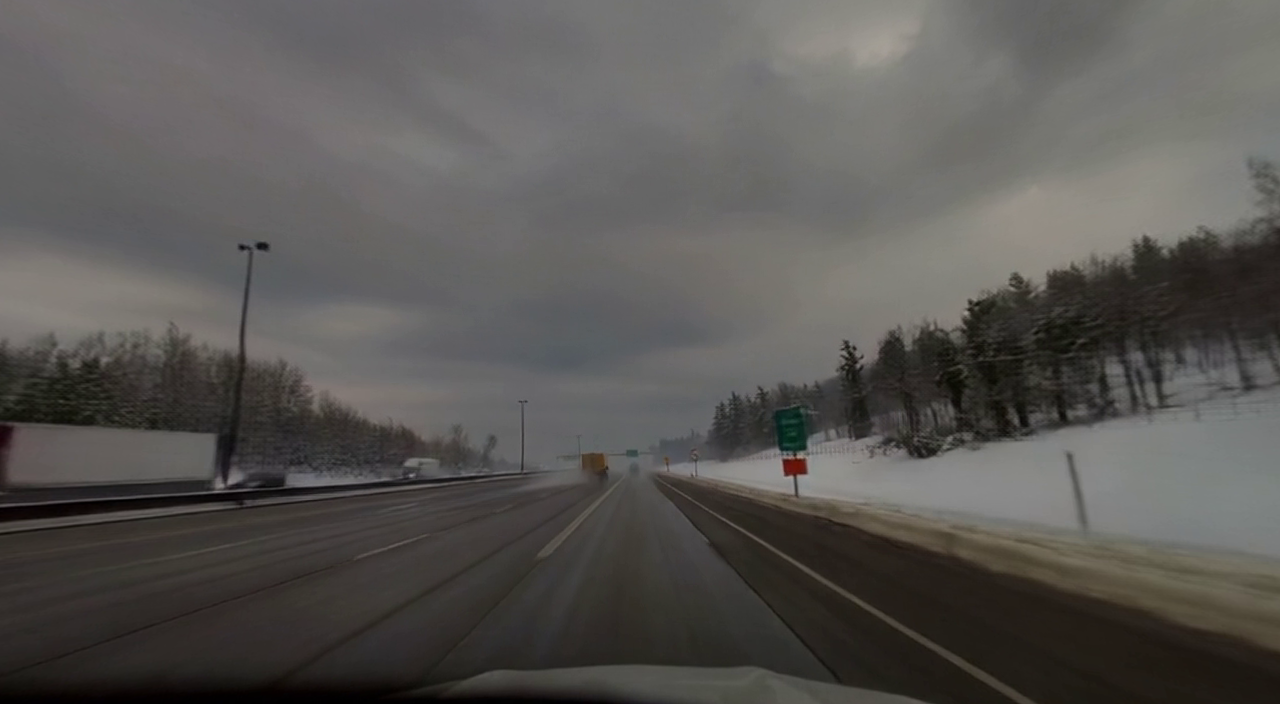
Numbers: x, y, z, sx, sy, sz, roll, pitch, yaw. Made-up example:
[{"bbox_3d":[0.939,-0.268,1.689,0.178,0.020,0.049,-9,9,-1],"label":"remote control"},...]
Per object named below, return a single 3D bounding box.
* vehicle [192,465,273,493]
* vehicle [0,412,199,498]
[{"bbox_3d":[-22.060,6.859,34.272,1.703,1.392,3.944,1,-11,1],"label":"vehicle"},{"bbox_3d":[-29.807,5.600,33.548,2.829,3.757,13.574,1,-11,0],"label":"vehicle"}]
